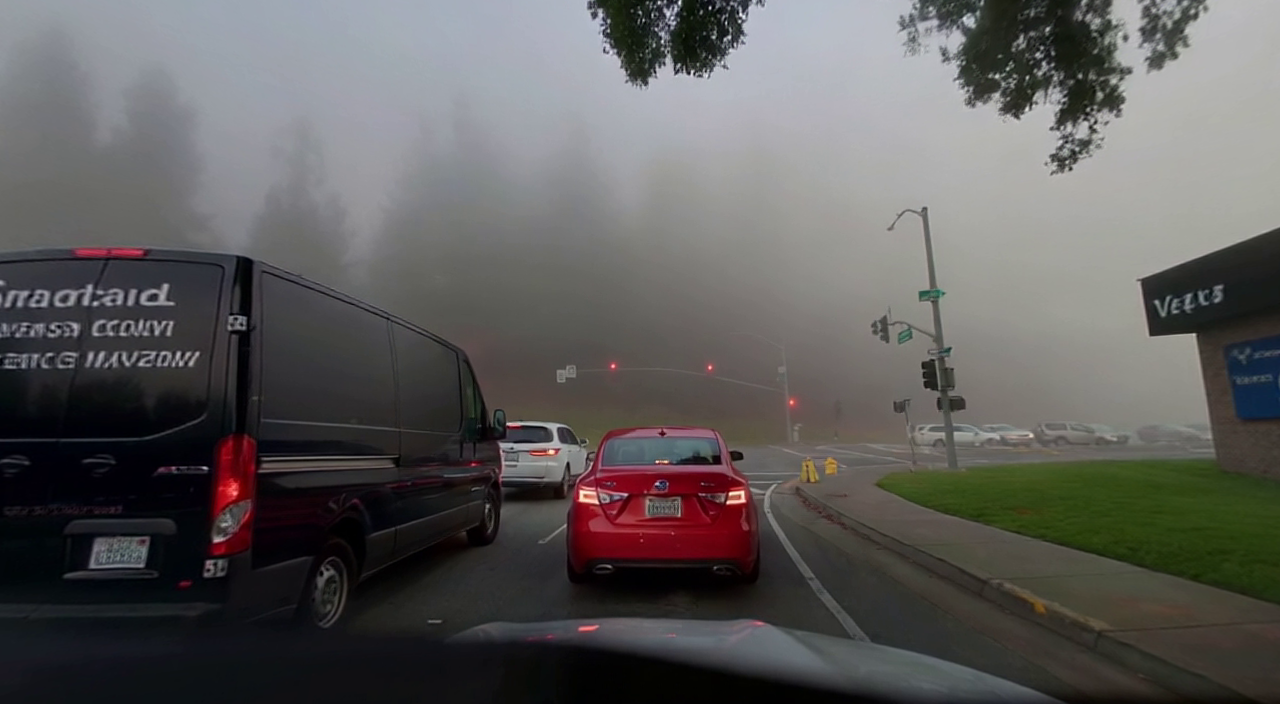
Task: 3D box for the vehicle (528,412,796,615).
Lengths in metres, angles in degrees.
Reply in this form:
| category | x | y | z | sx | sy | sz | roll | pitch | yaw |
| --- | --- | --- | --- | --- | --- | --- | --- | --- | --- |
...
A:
| category | x | y | z | sx | sy | sz | roll | pitch | yaw |
| --- | --- | --- | --- | --- | --- | --- | --- | --- | --- |
| vehicle | 0.365 | 1.757 | 7.849 | 2.398 | 1.773 | 4.254 | -1 | -8 | 5 |

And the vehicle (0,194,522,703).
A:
| category | x | y | z | sx | sy | sz | roll | pitch | yaw |
| --- | --- | --- | --- | --- | --- | --- | --- | --- | --- |
| vehicle | -3.078 | 0.953 | 6.458 | 2.555 | 3.035 | 5.702 | 0 | -8 | 0 |

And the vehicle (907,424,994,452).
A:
| category | x | y | z | sx | sy | sz | roll | pitch | yaw |
| --- | --- | --- | --- | --- | --- | --- | --- | --- | --- |
| vehicle | 21.930 | 6.101 | 44.518 | 5.021 | 1.848 | 2.210 | 1 | -9 | -9 |

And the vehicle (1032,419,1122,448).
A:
| category | x | y | z | sx | sy | sz | roll | pitch | yaw |
| --- | --- | --- | --- | --- | --- | --- | --- | --- | --- |
| vehicle | 32.001 | 6.023 | 46.164 | 5.084 | 2.041 | 2.360 | 2 | -9 | -9 |
